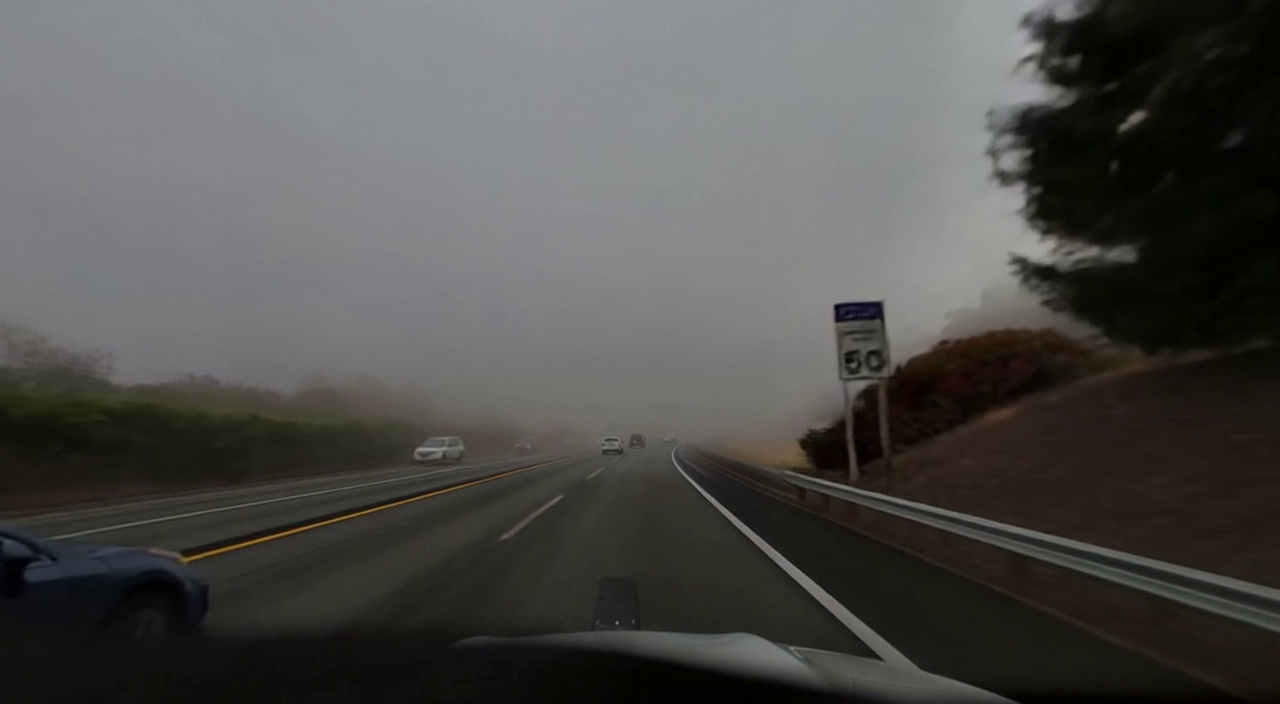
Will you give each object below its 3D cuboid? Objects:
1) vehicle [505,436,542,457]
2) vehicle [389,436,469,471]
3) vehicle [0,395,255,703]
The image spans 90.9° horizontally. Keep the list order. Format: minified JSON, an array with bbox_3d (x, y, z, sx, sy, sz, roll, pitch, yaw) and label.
[{"bbox_3d":[-8.615,7.034,46.998,1.823,1.509,4.008,0,-8,3],"label":"vehicle"},{"bbox_3d":[-9.592,4.638,29.094,1.917,1.475,4.700,0,-8,3],"label":"vehicle"},{"bbox_3d":[-2.902,0.721,0.929,1.918,1.443,4.422,0,-8,-1],"label":"vehicle"}]
